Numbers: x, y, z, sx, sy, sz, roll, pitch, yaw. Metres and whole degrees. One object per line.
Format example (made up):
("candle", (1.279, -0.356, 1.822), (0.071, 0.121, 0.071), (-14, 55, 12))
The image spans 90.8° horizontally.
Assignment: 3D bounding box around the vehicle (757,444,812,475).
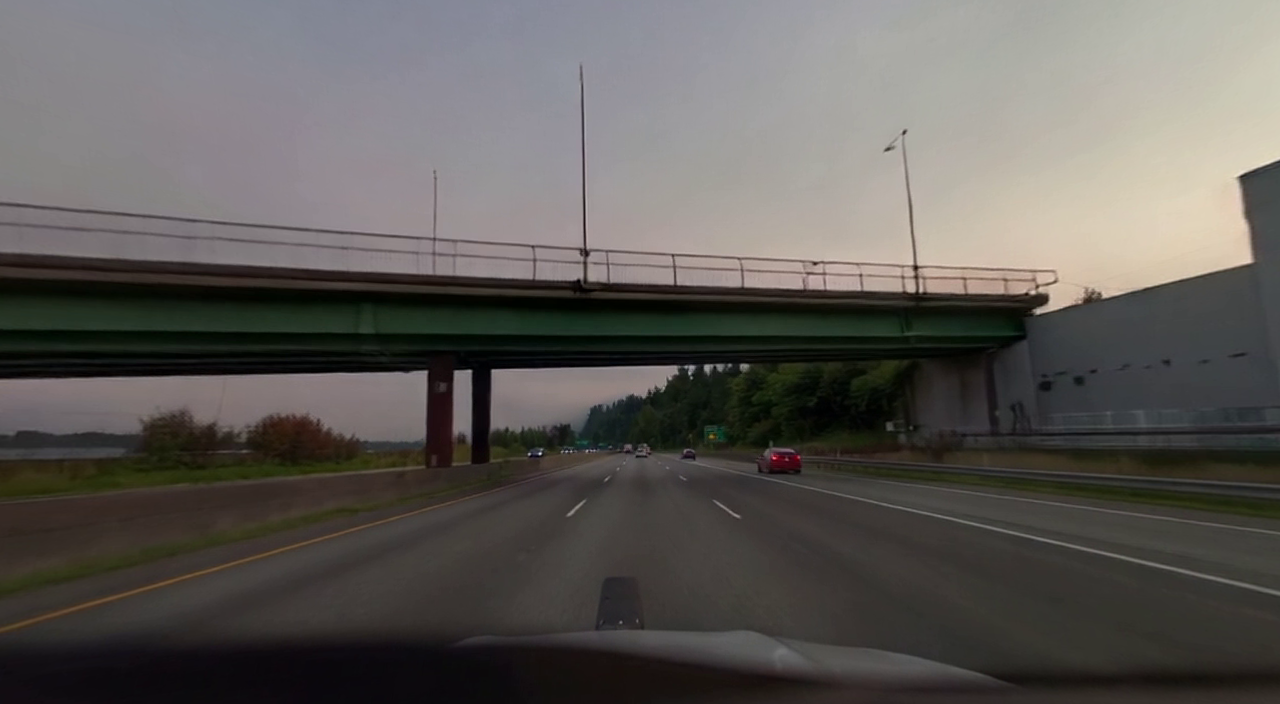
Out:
("vehicle", (7.650, 5.720, 33.706), (1.923, 1.516, 3.815), (0, -9, -2))
